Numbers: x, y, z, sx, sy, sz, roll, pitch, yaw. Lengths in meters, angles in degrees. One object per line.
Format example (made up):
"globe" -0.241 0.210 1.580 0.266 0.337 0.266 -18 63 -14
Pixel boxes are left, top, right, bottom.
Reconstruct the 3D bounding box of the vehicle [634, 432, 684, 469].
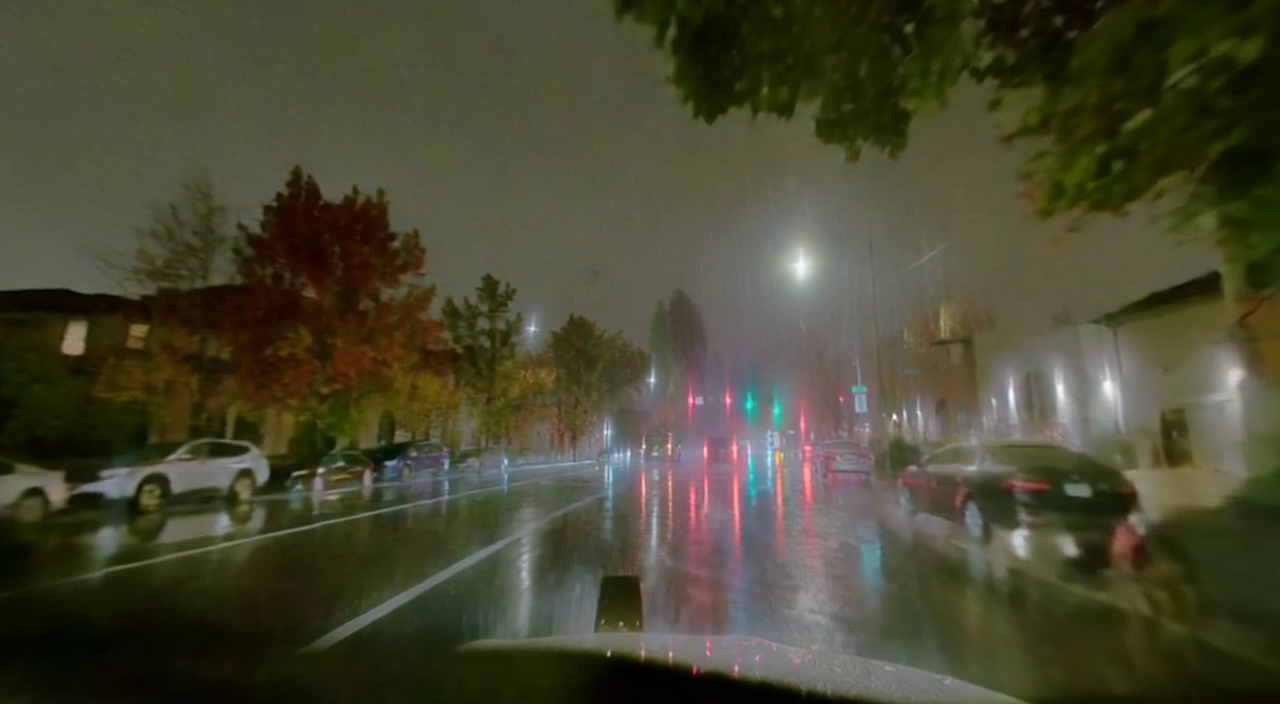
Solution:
"vehicle" 1.092 5.322 34.195 1.877 1.827 4.298 -2 -9 13

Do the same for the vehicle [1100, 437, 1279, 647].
"vehicle" 5.310 1.221 3.766 1.807 1.436 4.535 0 -9 2

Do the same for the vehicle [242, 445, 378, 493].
"vehicle" -11.325 4.017 22.119 1.809 1.469 4.485 -2 -9 9

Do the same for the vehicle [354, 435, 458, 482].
"vehicle" -10.140 4.671 27.916 2.115 1.853 4.745 -2 -9 10

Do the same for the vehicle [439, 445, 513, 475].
"vehicle" -8.646 5.730 33.825 1.782 1.472 4.744 -2 -9 13

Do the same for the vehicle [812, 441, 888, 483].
"vehicle" 8.229 4.323 25.246 2.104 1.489 4.962 -1 -9 9

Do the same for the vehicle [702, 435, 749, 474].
"vehicle" 4.121 4.821 29.893 1.852 1.680 4.488 -2 -9 12

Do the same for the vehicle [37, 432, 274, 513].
"vehicle" -12.097 3.018 16.393 1.977 1.761 4.990 -1 -9 4

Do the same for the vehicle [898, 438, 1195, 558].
"vehicle" 5.952 2.144 10.127 1.957 1.461 4.547 -1 -9 4
